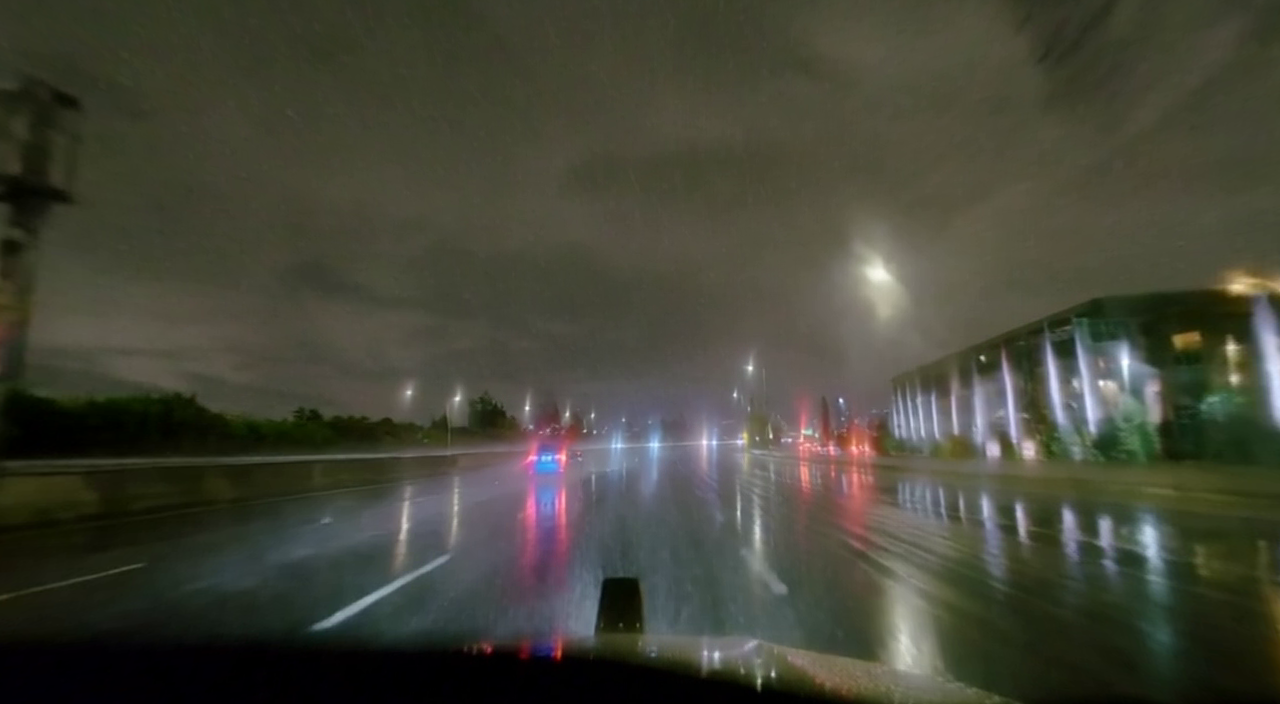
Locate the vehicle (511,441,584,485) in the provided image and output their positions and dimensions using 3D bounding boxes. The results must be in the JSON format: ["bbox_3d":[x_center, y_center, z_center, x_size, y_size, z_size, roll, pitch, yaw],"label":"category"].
[{"bbox_3d":[-3.610,4.402,25.488,2.087,1.566,4.756,-1,-8,2],"label":"vehicle"}]
